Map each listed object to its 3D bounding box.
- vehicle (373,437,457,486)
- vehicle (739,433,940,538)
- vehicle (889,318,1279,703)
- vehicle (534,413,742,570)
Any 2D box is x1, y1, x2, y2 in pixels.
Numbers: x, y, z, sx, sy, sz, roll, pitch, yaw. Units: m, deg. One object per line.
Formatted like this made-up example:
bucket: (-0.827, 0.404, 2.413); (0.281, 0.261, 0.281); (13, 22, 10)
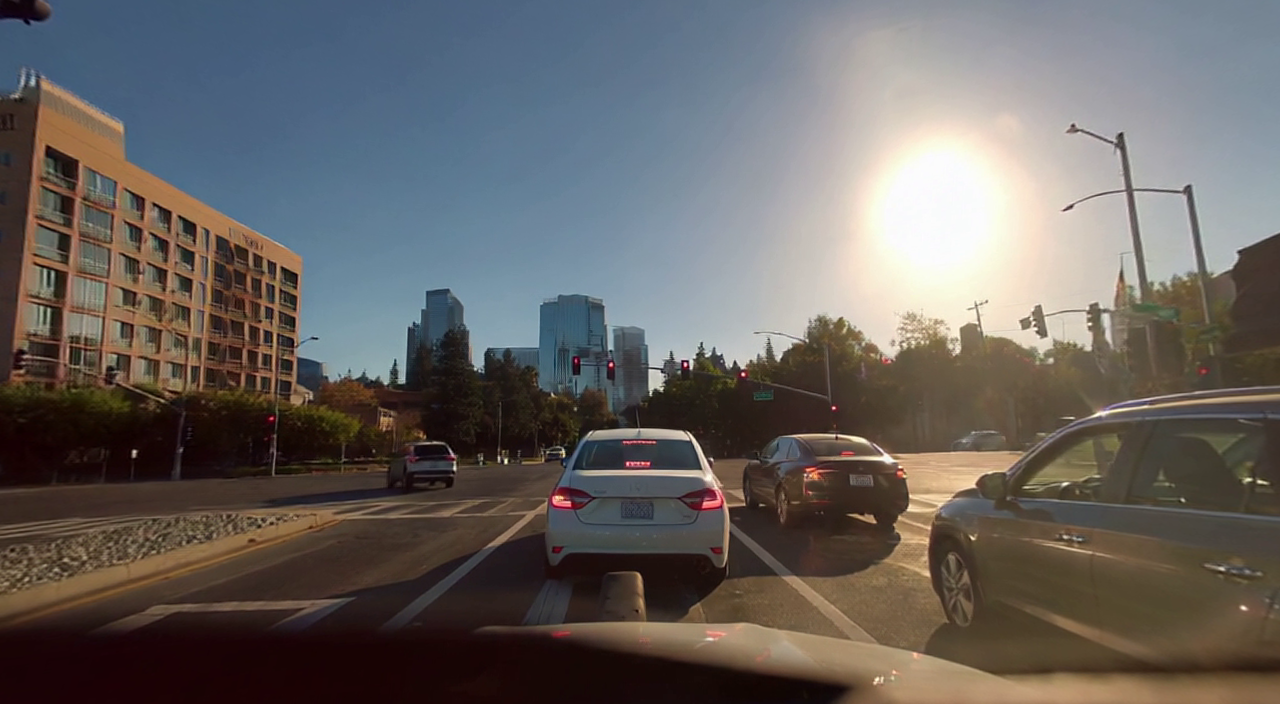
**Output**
vehicle: (-9.484, 4.527, 26.446); (2.021, 1.837, 4.448); (6, -11, -36)
vehicle: (3.153, 2.202, 11.125); (2.001, 1.463, 4.398); (0, -8, -2)
vehicle: (3.007, 0.860, 2.649); (2.103, 1.701, 4.294); (0, -8, -1)
vehicle: (-0.069, 1.775, 8.742); (2.188, 1.637, 4.027); (0, -8, -2)
